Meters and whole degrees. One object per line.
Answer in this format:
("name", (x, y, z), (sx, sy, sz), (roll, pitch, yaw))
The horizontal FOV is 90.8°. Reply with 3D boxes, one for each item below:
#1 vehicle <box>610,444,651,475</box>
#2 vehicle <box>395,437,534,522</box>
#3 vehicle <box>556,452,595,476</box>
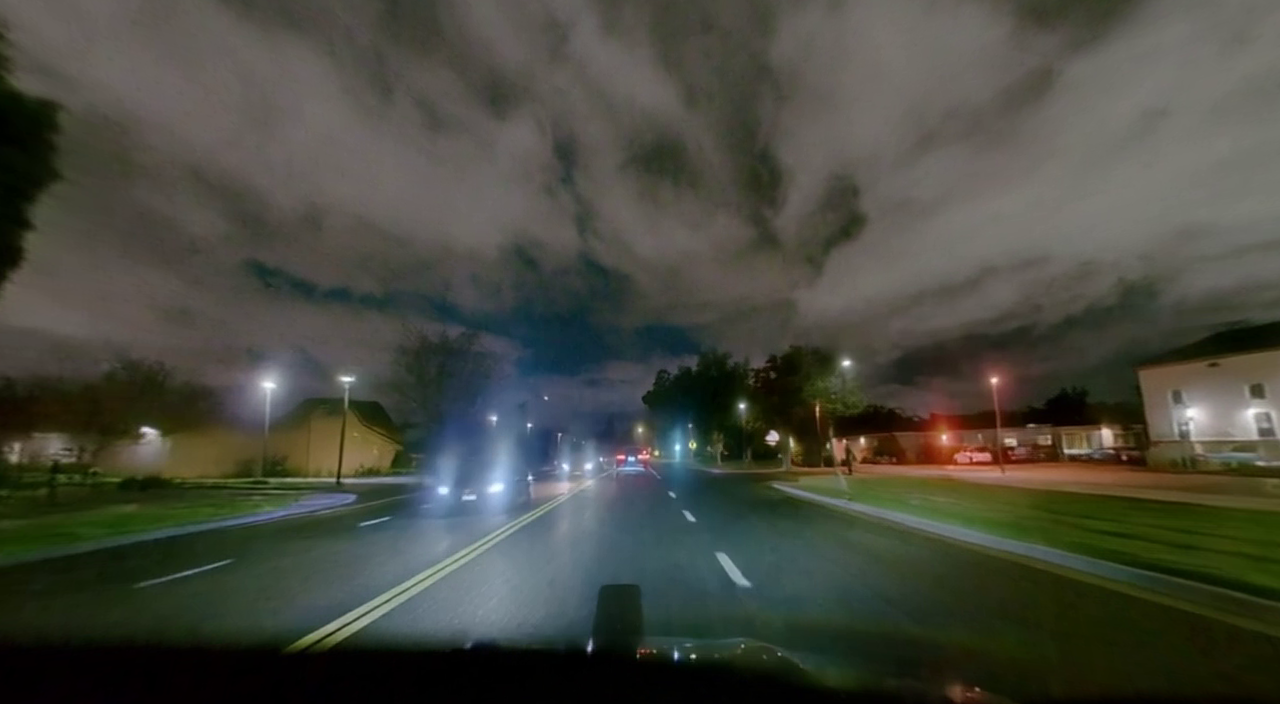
("vehicle", (-0.558, 7.078, 41.884), (2.554, 1.902, 5.329), (0, -9, 0))
("vehicle", (-3.995, 2.971, 15.321), (1.977, 1.729, 4.625), (0, -9, 1))
("vehicle", (-4.185, 7.346, 41.614), (2.039, 1.460, 4.189), (0, -9, 1))
